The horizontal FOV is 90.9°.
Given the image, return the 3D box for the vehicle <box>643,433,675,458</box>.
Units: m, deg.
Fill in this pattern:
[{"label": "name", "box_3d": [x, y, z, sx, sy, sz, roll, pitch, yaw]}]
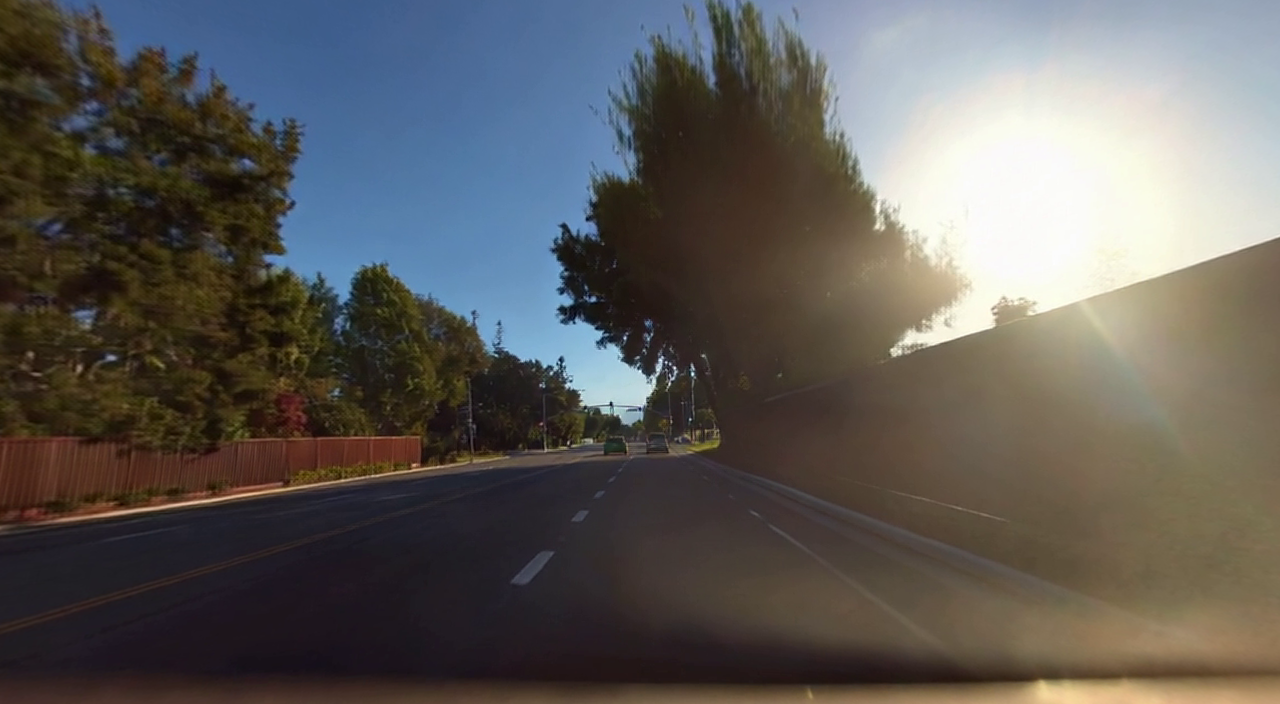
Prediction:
[{"label": "vehicle", "box_3d": [1.320, 6.668, 44.956, 2.127, 1.665, 3.993, 0, -8, 1]}]
